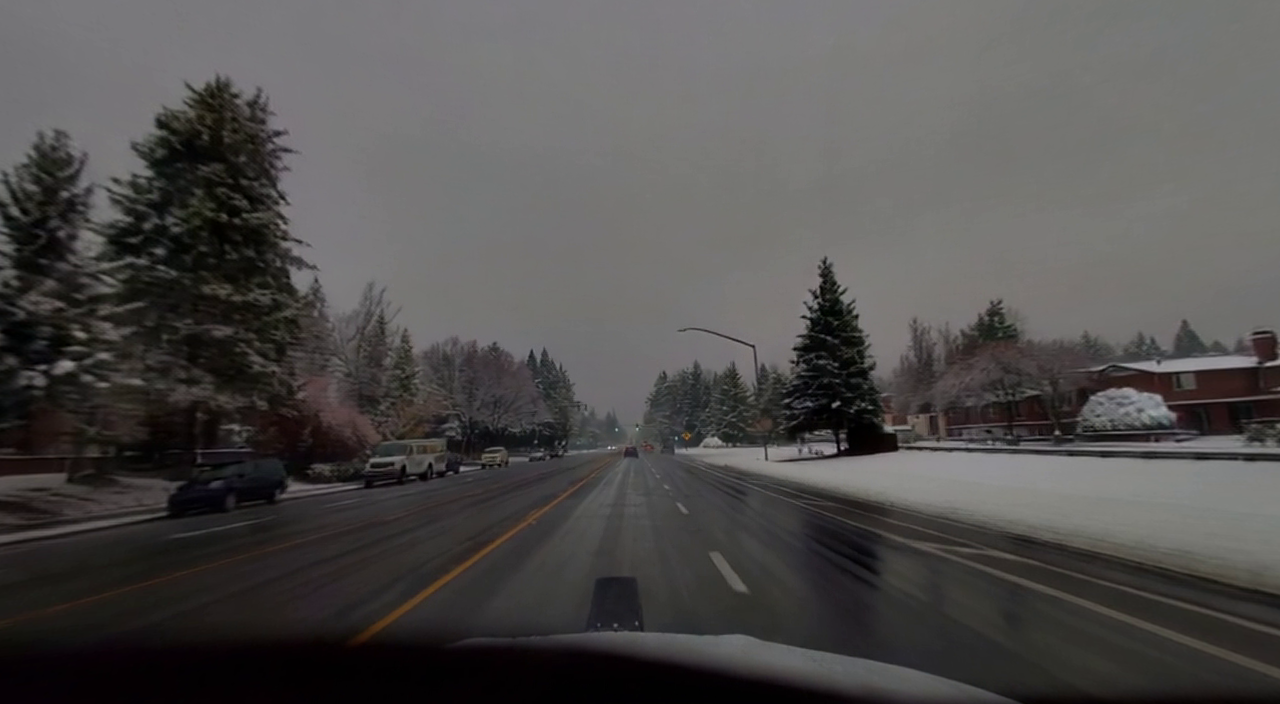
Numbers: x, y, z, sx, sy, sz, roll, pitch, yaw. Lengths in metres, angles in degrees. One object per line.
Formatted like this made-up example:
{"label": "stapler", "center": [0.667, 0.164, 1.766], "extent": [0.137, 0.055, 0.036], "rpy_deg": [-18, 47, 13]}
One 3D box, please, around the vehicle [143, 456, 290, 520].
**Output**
{"label": "vehicle", "center": [-12.360, 3.942, 18.806], "extent": [1.762, 1.552, 3.901], "rpy_deg": [-2, -9, -2]}

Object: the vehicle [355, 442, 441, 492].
{"label": "vehicle", "center": [-12.396, 5.893, 32.840], "extent": [2.630, 2.286, 5.309], "rpy_deg": [-1, -9, -3]}
